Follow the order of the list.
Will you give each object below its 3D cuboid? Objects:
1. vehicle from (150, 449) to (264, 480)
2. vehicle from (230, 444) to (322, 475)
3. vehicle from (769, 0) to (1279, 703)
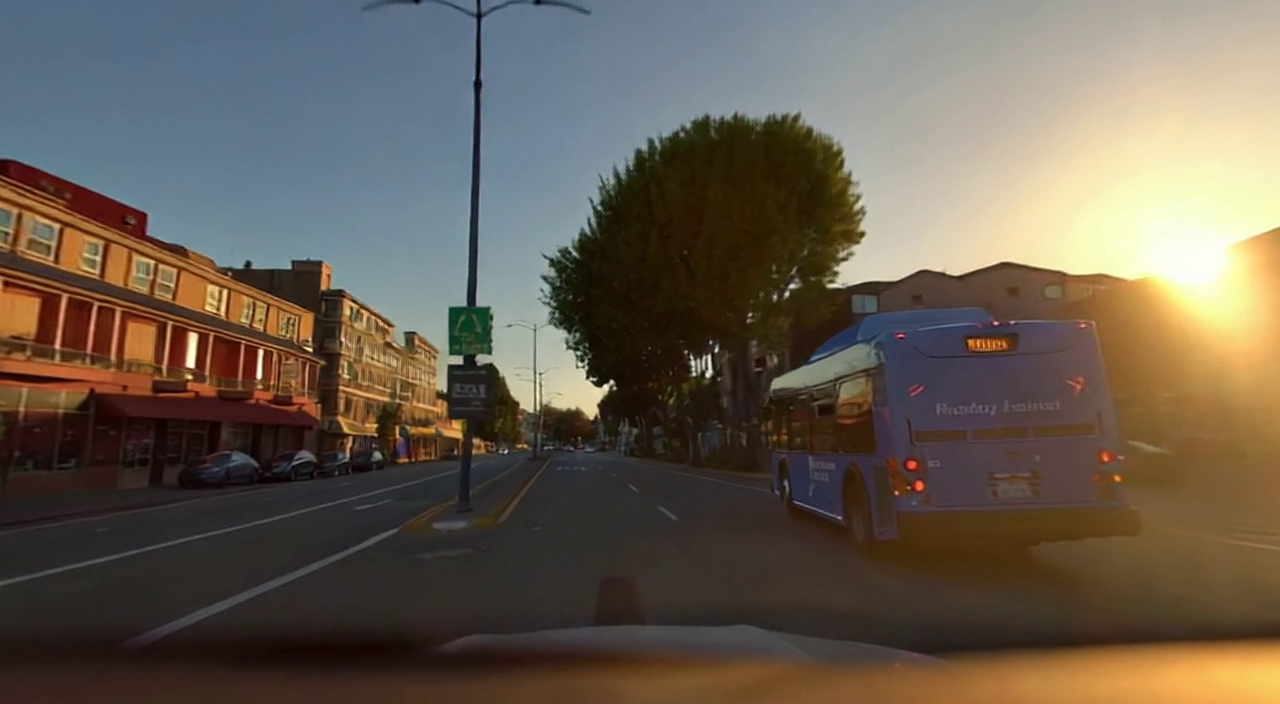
[{"bbox_3d":[-22.903,5.948,33.648,4.592,1.474,1.880,3,-8,-21],"label":"vehicle"},{"bbox_3d":[-22.196,6.543,38.655,4.392,1.800,1.902,0,-8,-3],"label":"vehicle"},{"bbox_3d":[3.622,0.200,4.063,3.194,3.345,12.428,0,-8,1],"label":"vehicle"}]
